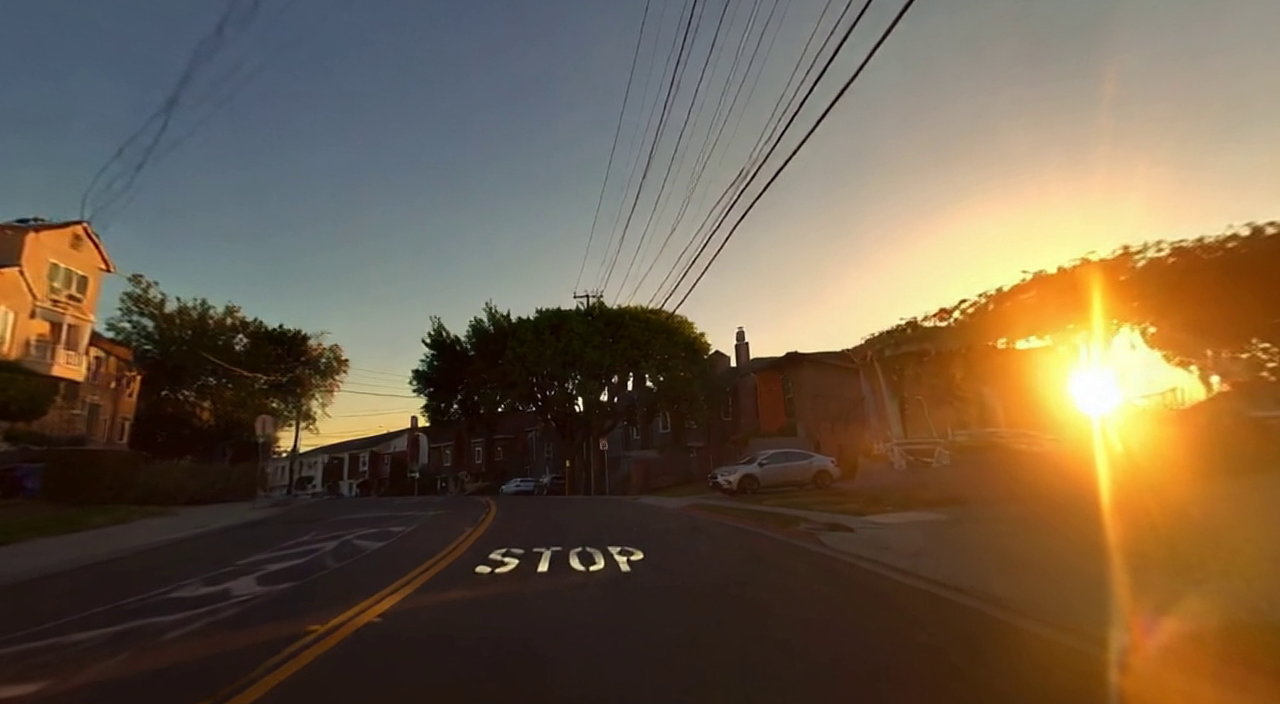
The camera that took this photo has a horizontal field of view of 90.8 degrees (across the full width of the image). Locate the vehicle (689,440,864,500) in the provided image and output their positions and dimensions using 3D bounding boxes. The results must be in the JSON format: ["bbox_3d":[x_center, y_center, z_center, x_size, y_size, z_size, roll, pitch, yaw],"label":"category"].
[{"bbox_3d":[4.766,4.157,22.381,5.578,1.842,2.300,4,-9,-12],"label":"vehicle"}]

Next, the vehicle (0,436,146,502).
[{"bbox_3d":[-21.195,4.233,22.697,4.942,1.912,2.121,6,-22,-27],"label":"vehicle"}]
